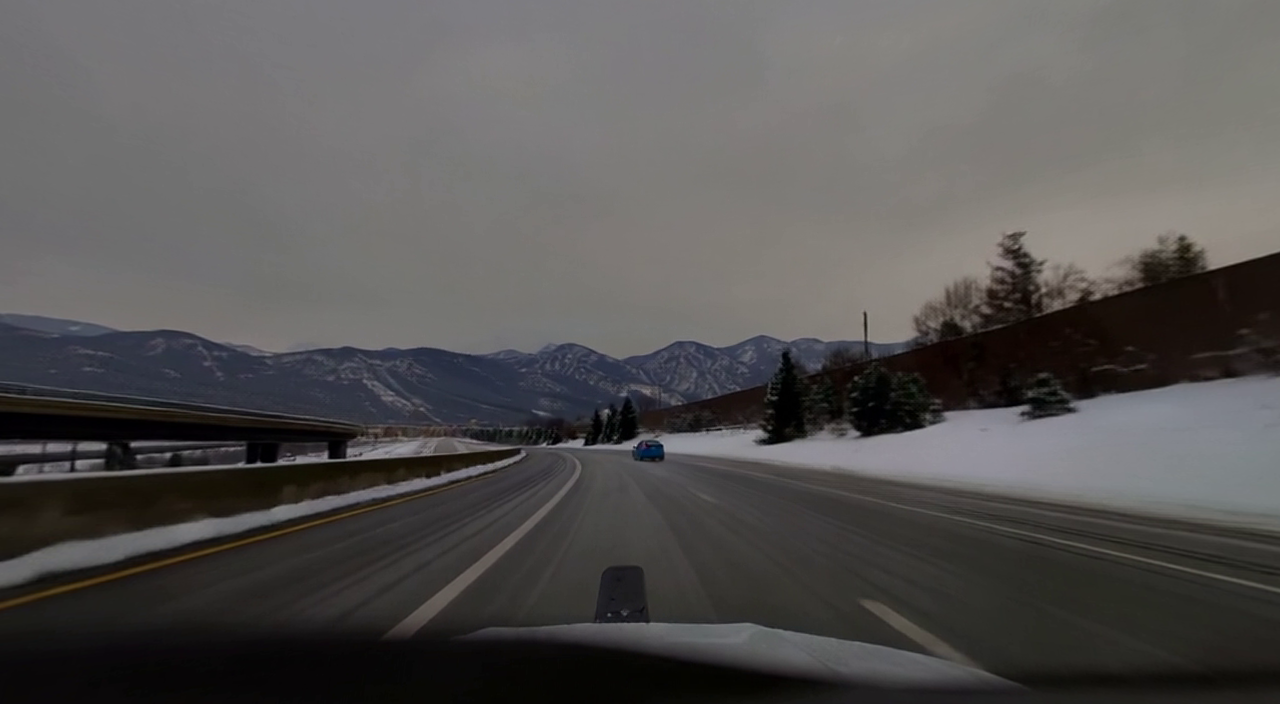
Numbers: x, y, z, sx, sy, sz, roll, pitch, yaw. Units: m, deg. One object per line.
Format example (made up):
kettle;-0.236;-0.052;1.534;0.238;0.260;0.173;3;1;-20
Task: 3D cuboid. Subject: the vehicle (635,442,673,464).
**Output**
vehicle;0.917;7.214;44.949;1.985;1.440;4.466;1;-9;-8
